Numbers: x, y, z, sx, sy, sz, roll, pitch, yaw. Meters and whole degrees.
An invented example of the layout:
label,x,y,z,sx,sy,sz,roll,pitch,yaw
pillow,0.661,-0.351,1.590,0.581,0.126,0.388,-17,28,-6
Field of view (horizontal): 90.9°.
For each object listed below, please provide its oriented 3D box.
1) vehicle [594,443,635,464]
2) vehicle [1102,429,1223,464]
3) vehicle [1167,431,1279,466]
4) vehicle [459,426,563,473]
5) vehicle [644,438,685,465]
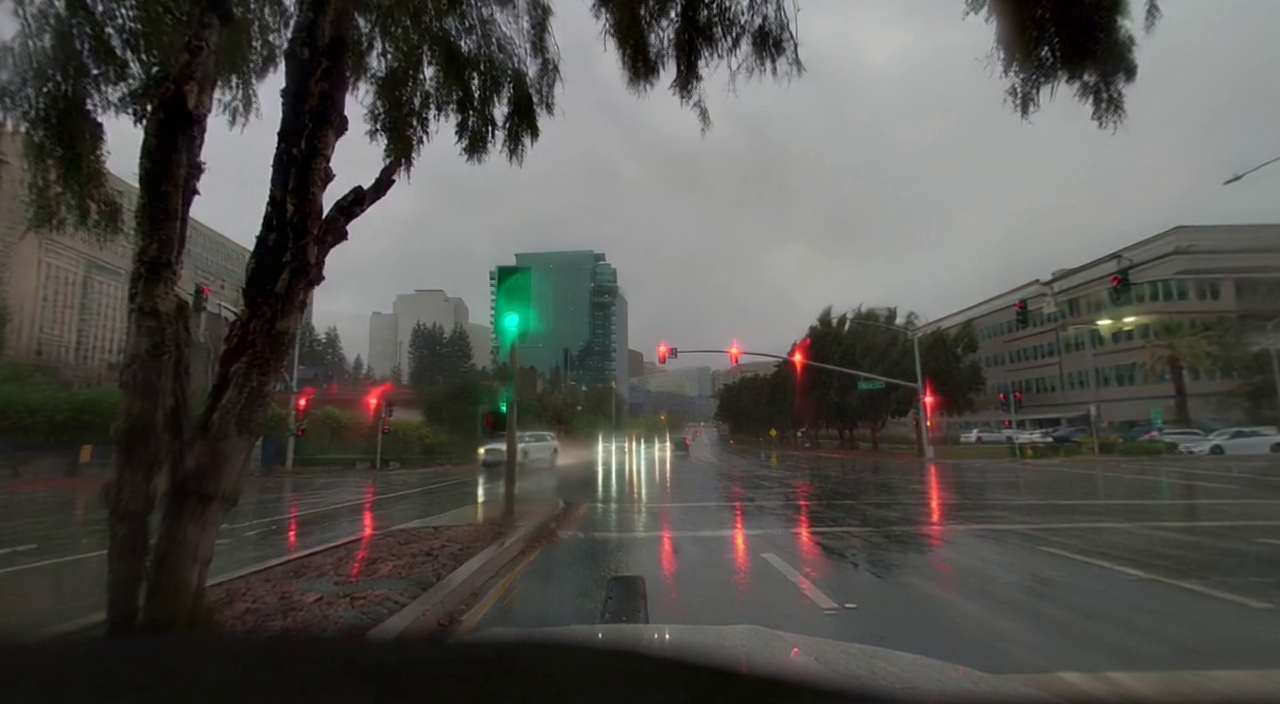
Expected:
label,x,y,z,sx,sy,sz,roll,pitch,yaw
vehicle,-1.844,7.436,46.501,2.076,1.476,3.873,-2,-8,13
vehicle,25.921,4.674,31.352,4.441,1.674,2.035,1,-8,-8
vehicle,26.289,4.246,27.890,4.644,1.470,1.922,1,-8,-10
vehicle,-6.830,5.404,35.199,2.775,2.246,9.043,-1,-8,8
vehicle,1.741,6.774,43.256,2.197,1.739,4.177,-2,-8,10
